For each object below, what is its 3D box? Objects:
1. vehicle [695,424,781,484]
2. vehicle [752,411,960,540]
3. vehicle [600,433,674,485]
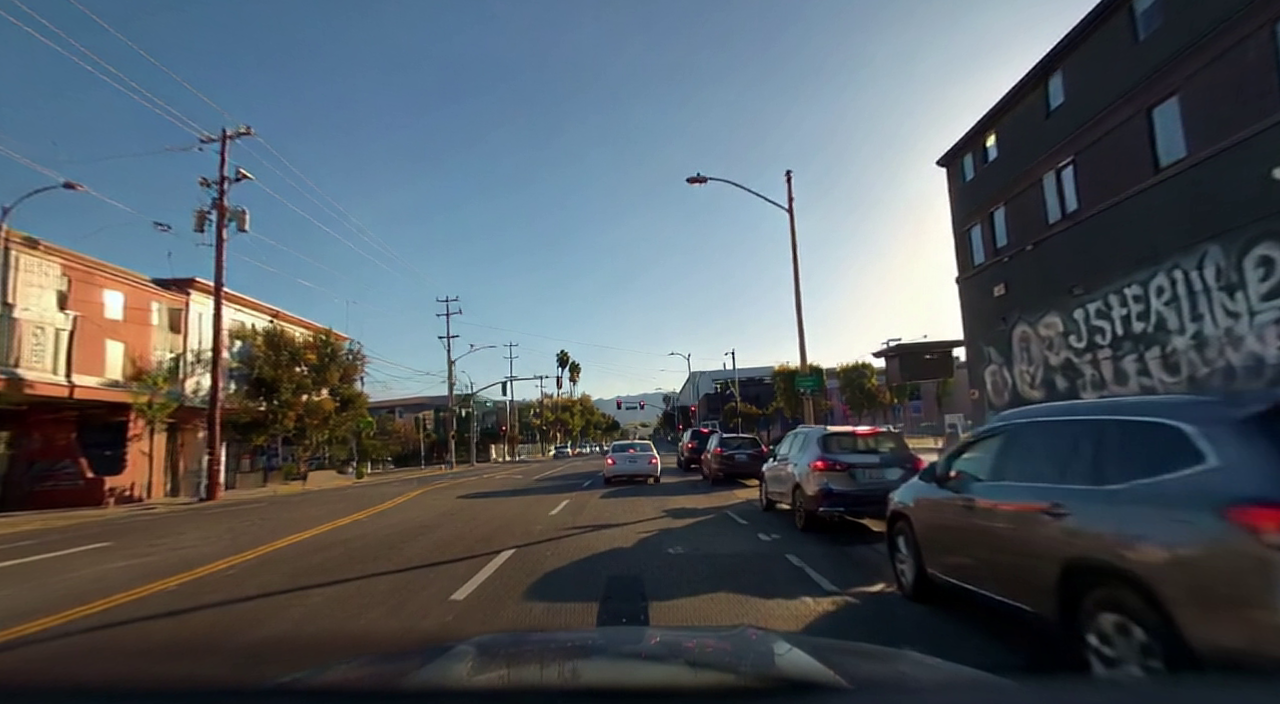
[{"bbox_3d":[3.158,3.426,21.263,2.060,1.783,4.579,0,-8,-1],"label":"vehicle"},{"bbox_3d":[3.306,1.985,10.716,1.938,1.714,4.402,0,-8,0],"label":"vehicle"},{"bbox_3d":[-0.067,3.468,20.648,2.153,1.505,4.452,0,-8,1],"label":"vehicle"}]
